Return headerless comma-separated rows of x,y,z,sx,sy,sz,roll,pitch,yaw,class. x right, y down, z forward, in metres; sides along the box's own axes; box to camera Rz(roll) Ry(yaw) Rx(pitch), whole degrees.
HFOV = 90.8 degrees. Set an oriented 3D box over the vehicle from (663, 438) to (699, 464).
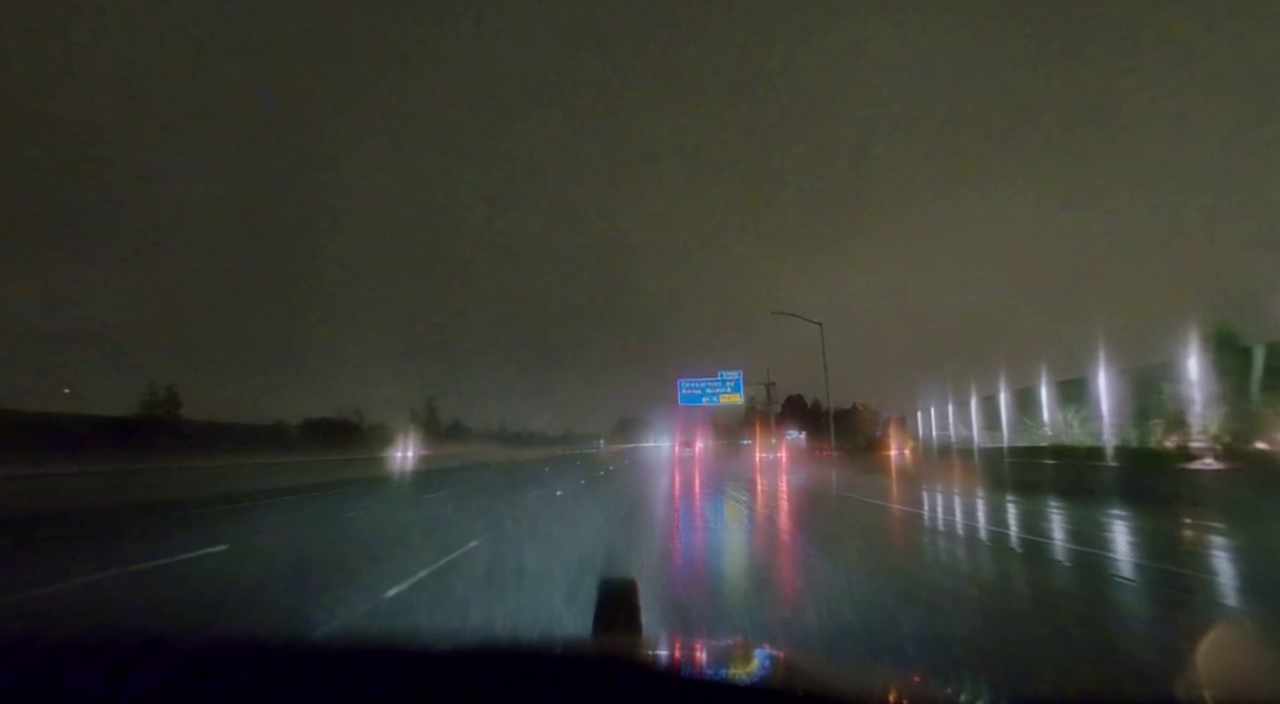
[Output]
2.881,7.125,45.502,2.224,1.738,4.376,0,-8,-1,vehicle
